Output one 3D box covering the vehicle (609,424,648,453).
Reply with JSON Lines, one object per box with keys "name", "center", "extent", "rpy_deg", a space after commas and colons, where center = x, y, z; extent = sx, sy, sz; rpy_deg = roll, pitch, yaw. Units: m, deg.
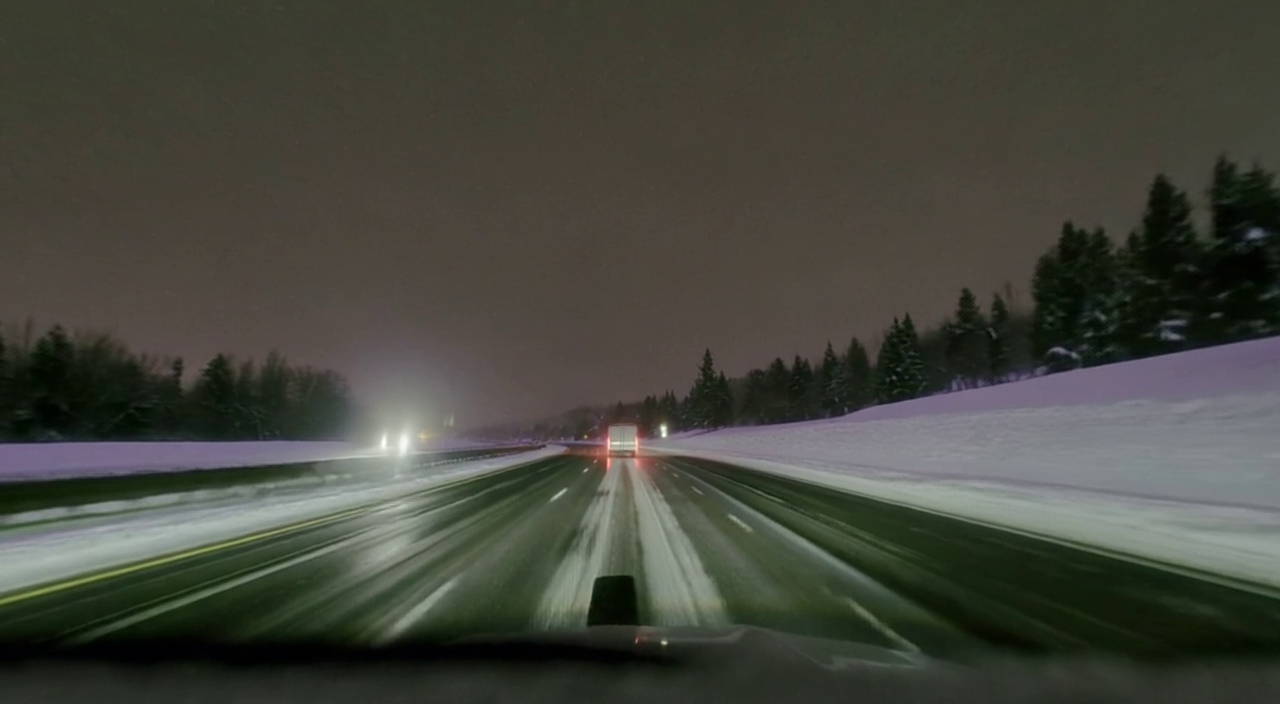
{"name": "vehicle", "center": [-0.789, 5.311, 38.777], "extent": [2.157, 1.647, 4.524], "rpy_deg": [0, -8, -4]}
